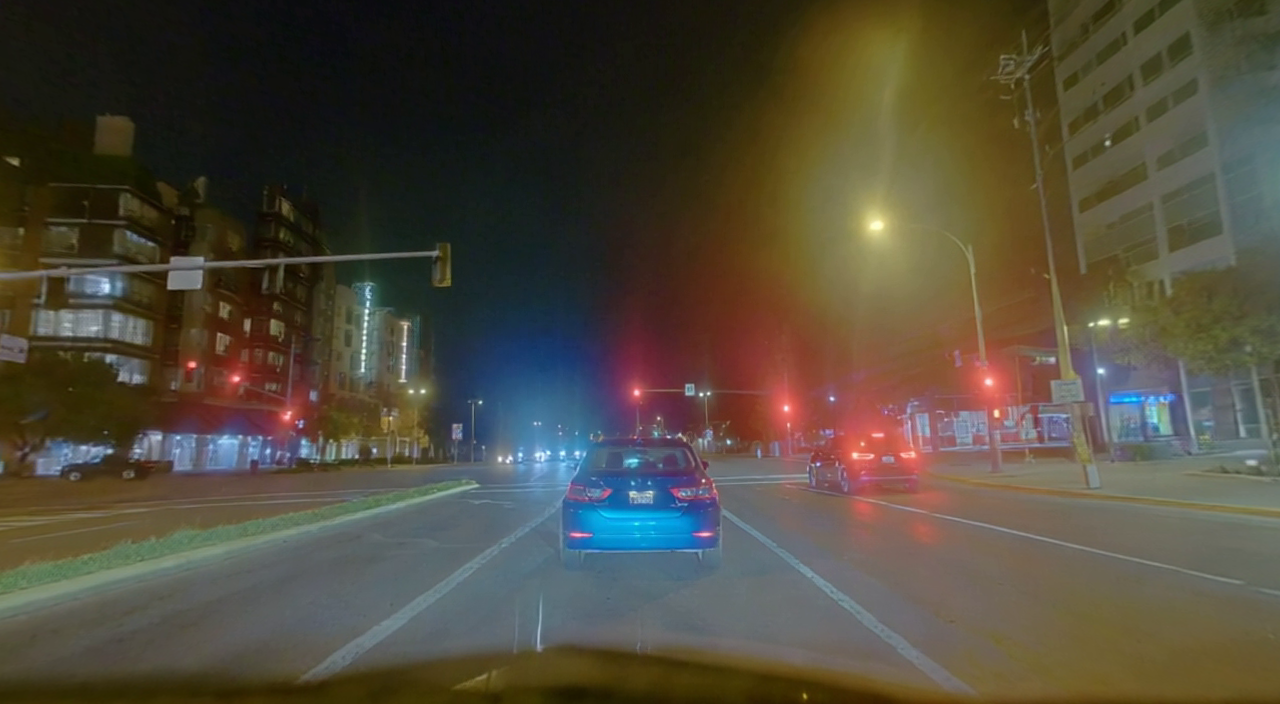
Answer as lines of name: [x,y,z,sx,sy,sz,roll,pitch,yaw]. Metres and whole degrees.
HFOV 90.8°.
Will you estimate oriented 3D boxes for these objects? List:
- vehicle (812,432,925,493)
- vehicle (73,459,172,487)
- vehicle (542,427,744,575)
vehicle: [7.055,3.444,20.060,2.039,1.692,4.319,0,-8,1]
vehicle: [-32.391,7.551,39.649,4.401,1.625,1.863,0,-8,-4]
vehicle: [-0.021,1.835,8.638,2.070,1.488,4.206,0,-8,-2]
